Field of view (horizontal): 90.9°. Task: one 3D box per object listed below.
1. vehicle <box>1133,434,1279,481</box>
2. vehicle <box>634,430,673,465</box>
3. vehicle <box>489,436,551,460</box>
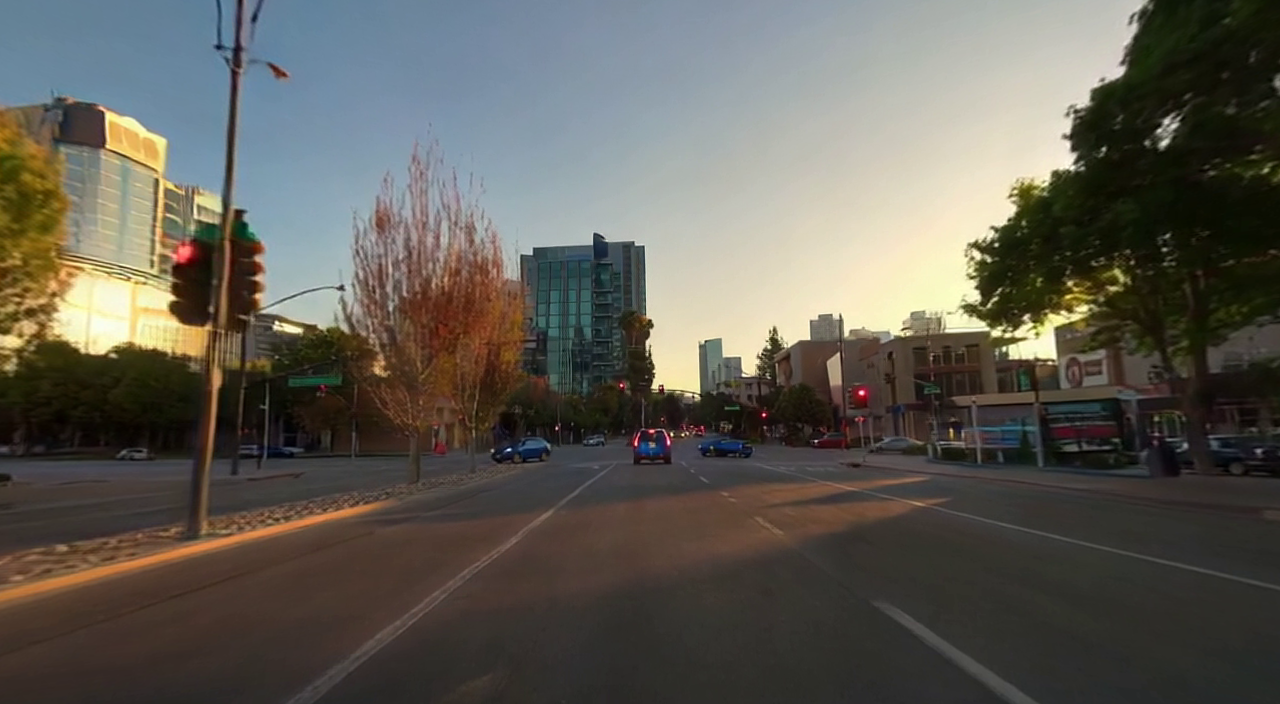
[{"bbox_3d":[19.763,3.526,21.283,4.479,1.488,2.038,0,-8,1],"label":"vehicle"},{"bbox_3d":[0.716,5.097,33.795,1.994,1.759,4.186,0,-8,1],"label":"vehicle"},{"bbox_3d":[-8.638,6.925,45.725,1.954,1.673,4.460,-4,-9,28],"label":"vehicle"}]
